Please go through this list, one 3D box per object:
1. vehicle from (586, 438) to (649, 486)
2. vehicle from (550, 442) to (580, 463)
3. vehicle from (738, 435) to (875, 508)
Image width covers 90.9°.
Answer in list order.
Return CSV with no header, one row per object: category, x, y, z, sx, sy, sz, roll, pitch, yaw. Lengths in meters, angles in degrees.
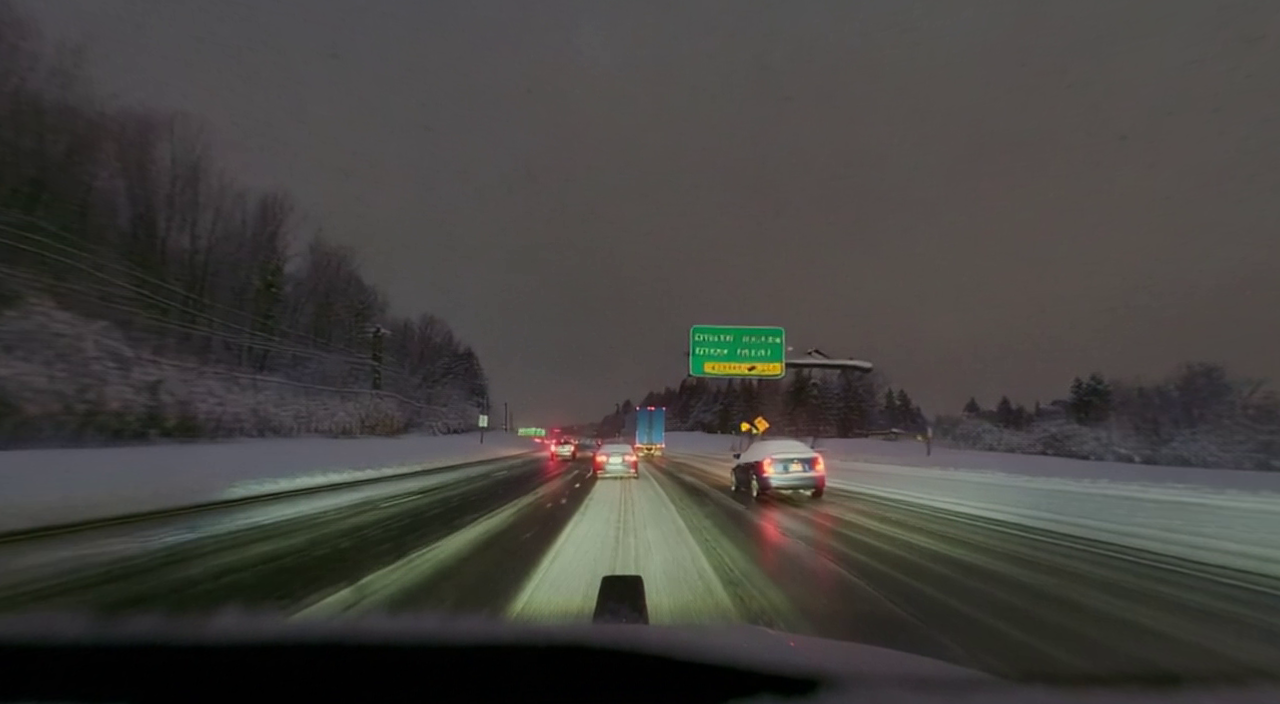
vehicle,-0.797,3.850,22.346,2.020,1.516,3.951,0,-9,-2
vehicle,-5.682,7.690,48.296,2.072,1.512,4.043,0,-9,-4
vehicle,3.754,2.774,15.115,1.971,1.472,4.301,0,-9,-2
